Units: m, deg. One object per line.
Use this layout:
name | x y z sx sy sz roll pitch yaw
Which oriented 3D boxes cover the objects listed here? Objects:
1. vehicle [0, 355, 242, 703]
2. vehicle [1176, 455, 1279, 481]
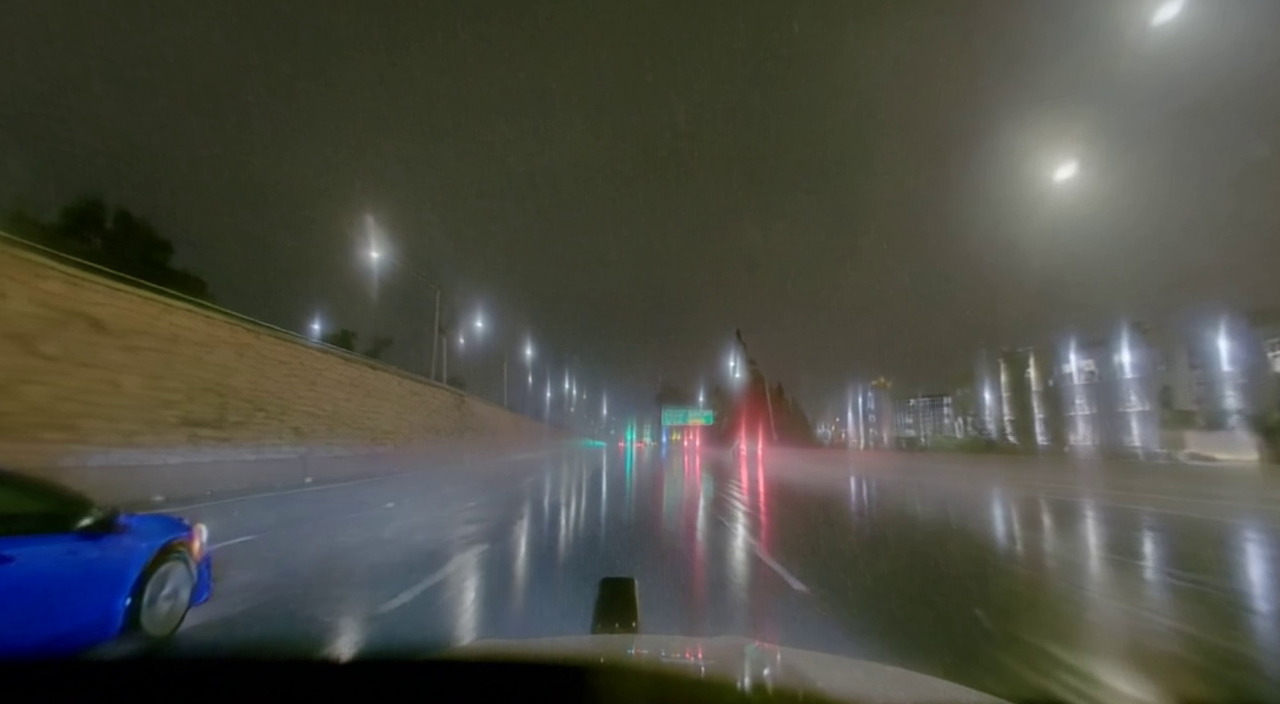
vehicle | -3.779 0.760 2.148 2.070 1.641 4.315 0 -8 -1
vehicle | 34.274 6.775 36.904 4.252 1.444 1.702 0 -8 1
